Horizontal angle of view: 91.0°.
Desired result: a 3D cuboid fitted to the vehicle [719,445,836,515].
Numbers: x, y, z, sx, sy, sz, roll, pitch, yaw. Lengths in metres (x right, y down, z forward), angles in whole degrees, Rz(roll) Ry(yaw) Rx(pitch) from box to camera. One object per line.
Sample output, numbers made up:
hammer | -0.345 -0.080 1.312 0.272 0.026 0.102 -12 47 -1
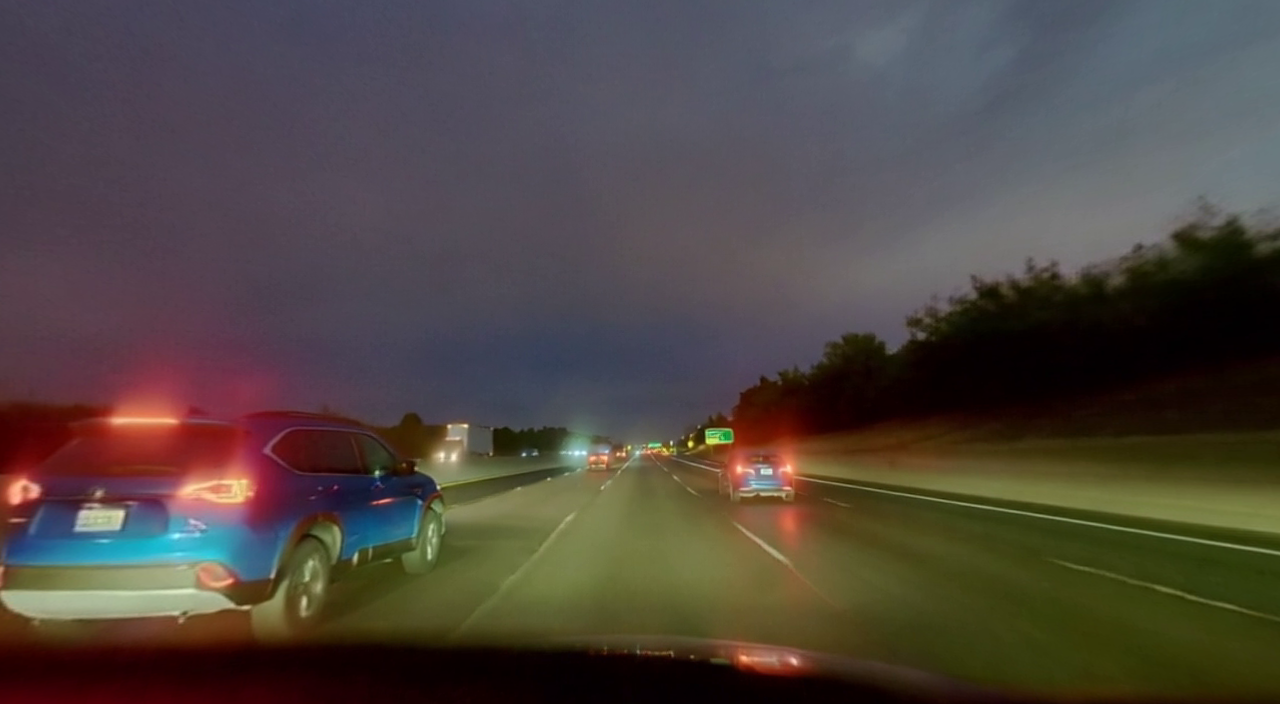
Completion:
vehicle | 3.256 3.113 15.846 1.979 1.486 4.125 1 -9 -1

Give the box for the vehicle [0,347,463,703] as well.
vehicle | -3.154 1.185 5.025 2.137 1.756 4.453 0 -9 0

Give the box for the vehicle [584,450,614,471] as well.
vehicle | -3.191 8.481 49.440 2.030 1.563 4.389 0 -9 0
